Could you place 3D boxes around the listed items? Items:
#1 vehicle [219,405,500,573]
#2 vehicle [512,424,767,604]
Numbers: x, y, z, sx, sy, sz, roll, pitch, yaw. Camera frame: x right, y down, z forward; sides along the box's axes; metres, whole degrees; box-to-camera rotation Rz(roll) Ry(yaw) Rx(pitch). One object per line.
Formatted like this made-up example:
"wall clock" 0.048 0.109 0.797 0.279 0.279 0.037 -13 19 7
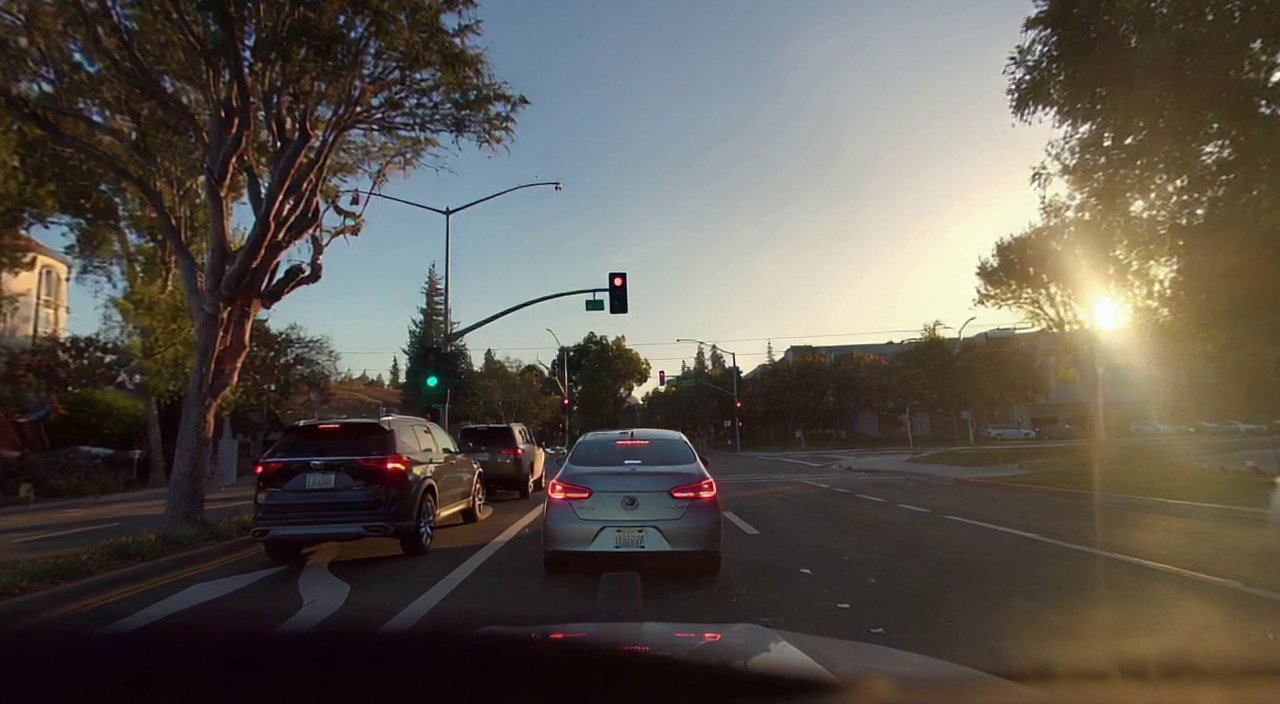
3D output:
"vehicle" -3.435 1.760 8.859 2.046 1.751 4.208 0 -8 -1
"vehicle" -0.063 1.644 7.323 2.126 1.475 3.967 0 -8 -2
